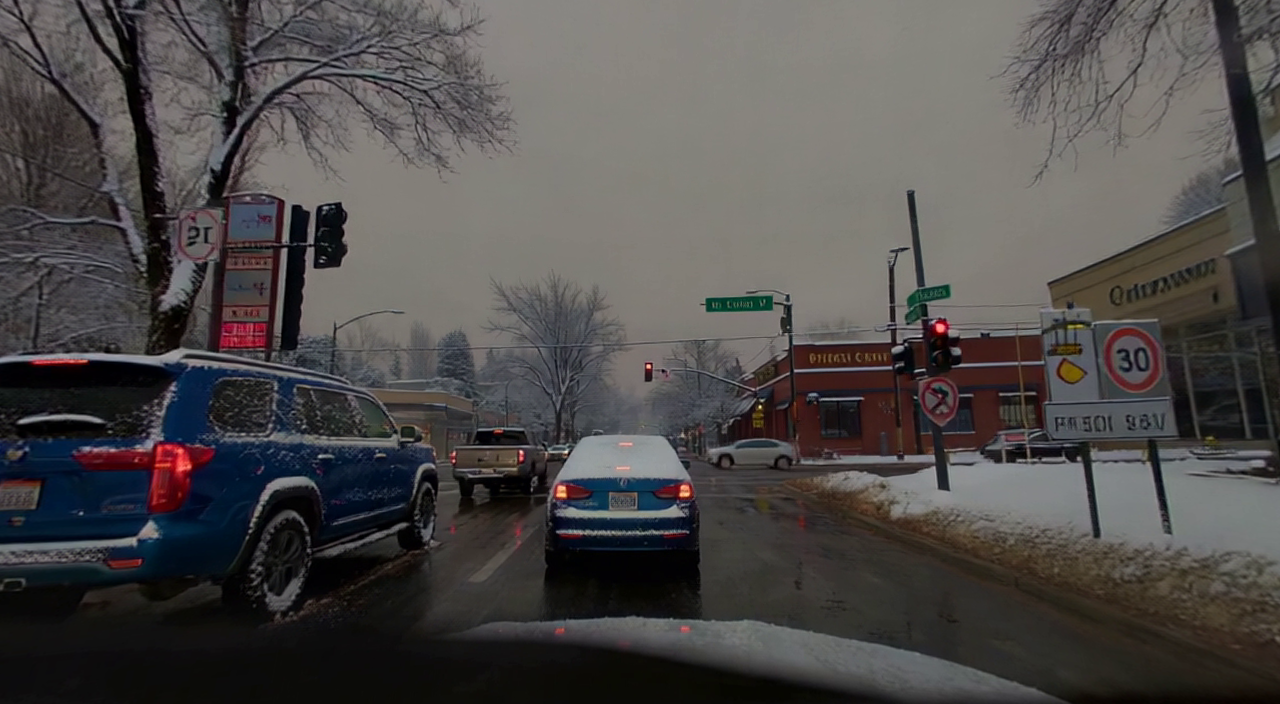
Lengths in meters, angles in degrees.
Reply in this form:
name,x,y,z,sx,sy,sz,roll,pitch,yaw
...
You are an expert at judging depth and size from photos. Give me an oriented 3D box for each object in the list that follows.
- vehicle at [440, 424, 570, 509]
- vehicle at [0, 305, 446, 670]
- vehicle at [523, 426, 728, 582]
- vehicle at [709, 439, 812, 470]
name,x,y,z,sx,sy,sz,roll,pitch,yaw
vehicle,-2.924,2.596,14.617,2.047,1.664,4.148,0,-8,1
vehicle,-3.812,1.132,6.227,2.152,2.118,5.066,0,-8,0
vehicle,-0.169,1.780,8.188,1.966,1.481,4.146,0,-8,-1
vehicle,6.130,5.232,32.203,4.809,1.476,1.845,1,-9,-9
